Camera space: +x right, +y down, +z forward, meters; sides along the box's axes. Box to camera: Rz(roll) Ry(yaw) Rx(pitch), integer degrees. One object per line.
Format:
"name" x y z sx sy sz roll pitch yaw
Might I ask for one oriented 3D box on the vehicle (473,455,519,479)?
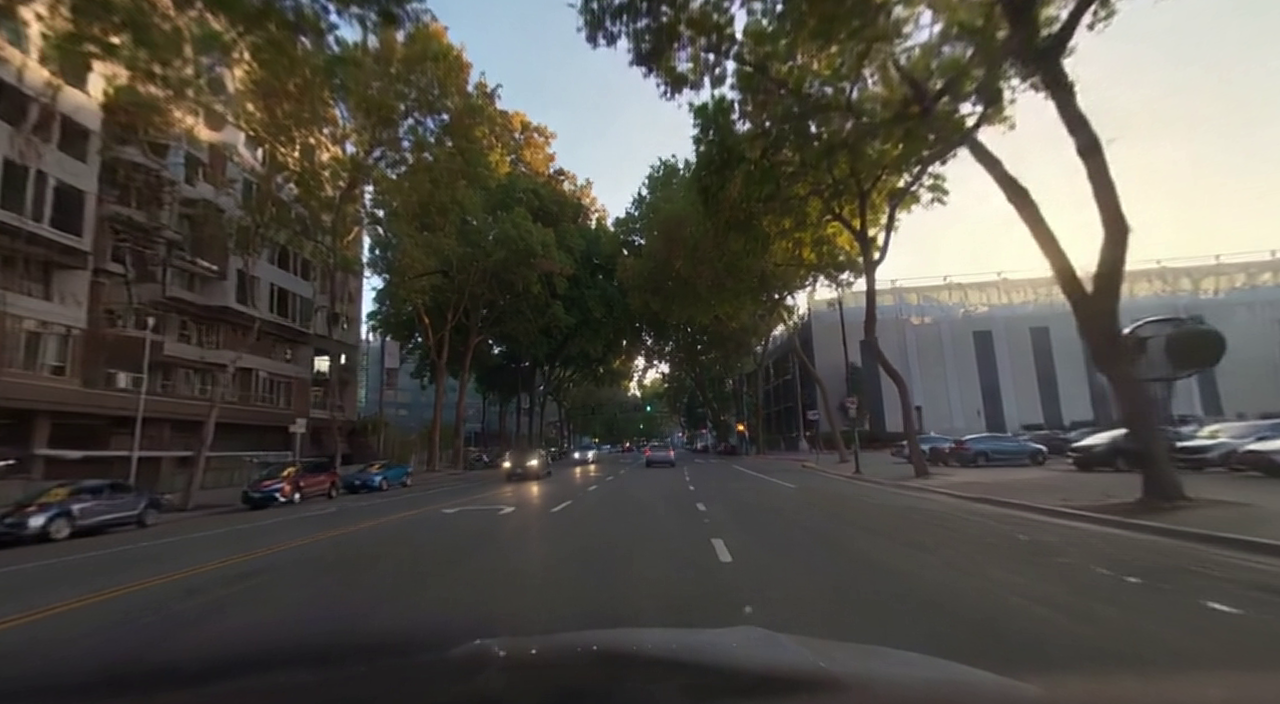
"vehicle" -10.695 8.552 47.279 2.079 1.406 4.609 -4 -8 4

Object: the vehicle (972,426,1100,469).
"vehicle" 16.217 3.931 26.057 3.922 1.420 1.784 -5 -9 3

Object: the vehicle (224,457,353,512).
"vehicle" -12.313 4.620 22.498 1.997 1.668 4.084 -1 -8 4

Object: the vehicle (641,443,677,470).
"vehicle" 1.206 6.207 37.750 2.051 1.454 4.132 -1 -8 3

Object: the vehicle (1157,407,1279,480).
"vehicle" 16.143 2.086 15.293 5.029 1.573 2.050 -7 -10 15

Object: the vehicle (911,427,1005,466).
"vehicle" 15.793 4.750 31.560 3.528 1.431 1.977 -8 -11 5

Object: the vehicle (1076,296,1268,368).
"vehicle" 15.330 -0.539 18.407 3.766 1.708 1.810 -1 -9 4

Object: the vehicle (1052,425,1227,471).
"vehicle" 16.182 3.136 20.703 3.620 1.412 2.472 -1 -8 4

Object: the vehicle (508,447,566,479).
"vehicle" -5.245 5.693 32.693 1.993 1.463 4.265 -1 -8 5

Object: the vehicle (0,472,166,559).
"vehicle" -12.764 3.458 13.899 1.646 1.462 3.740 0 -8 2

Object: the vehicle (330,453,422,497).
"vehicle" -11.907 5.541 28.874 2.016 1.627 4.742 -3 -8 3
